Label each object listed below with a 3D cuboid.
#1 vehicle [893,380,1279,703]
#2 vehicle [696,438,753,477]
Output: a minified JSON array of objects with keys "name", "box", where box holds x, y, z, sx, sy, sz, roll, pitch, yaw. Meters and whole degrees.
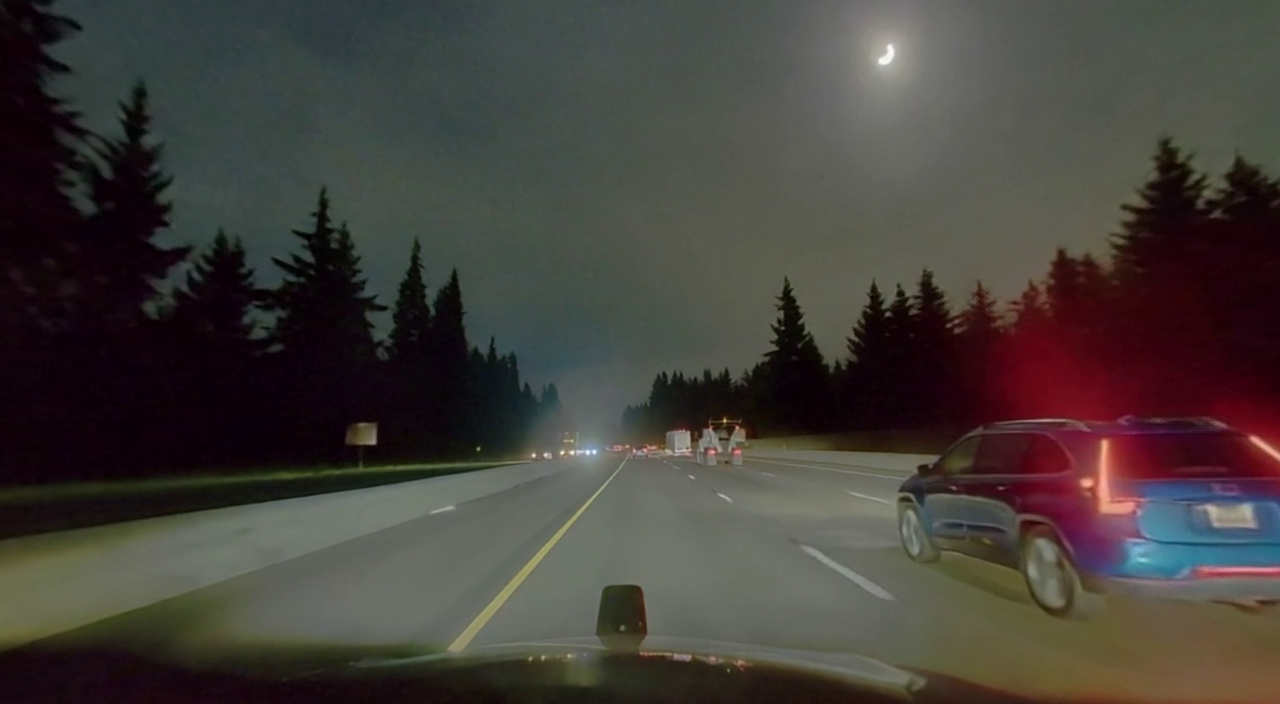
[{"name":"vehicle","box":[3.952,1.250,5.199,2.005,1.604,4.002,0,-9,0]},{"name":"vehicle","box":[3.826,4.894,29.320,2.022,1.658,4.132,0,-9,-1]}]
